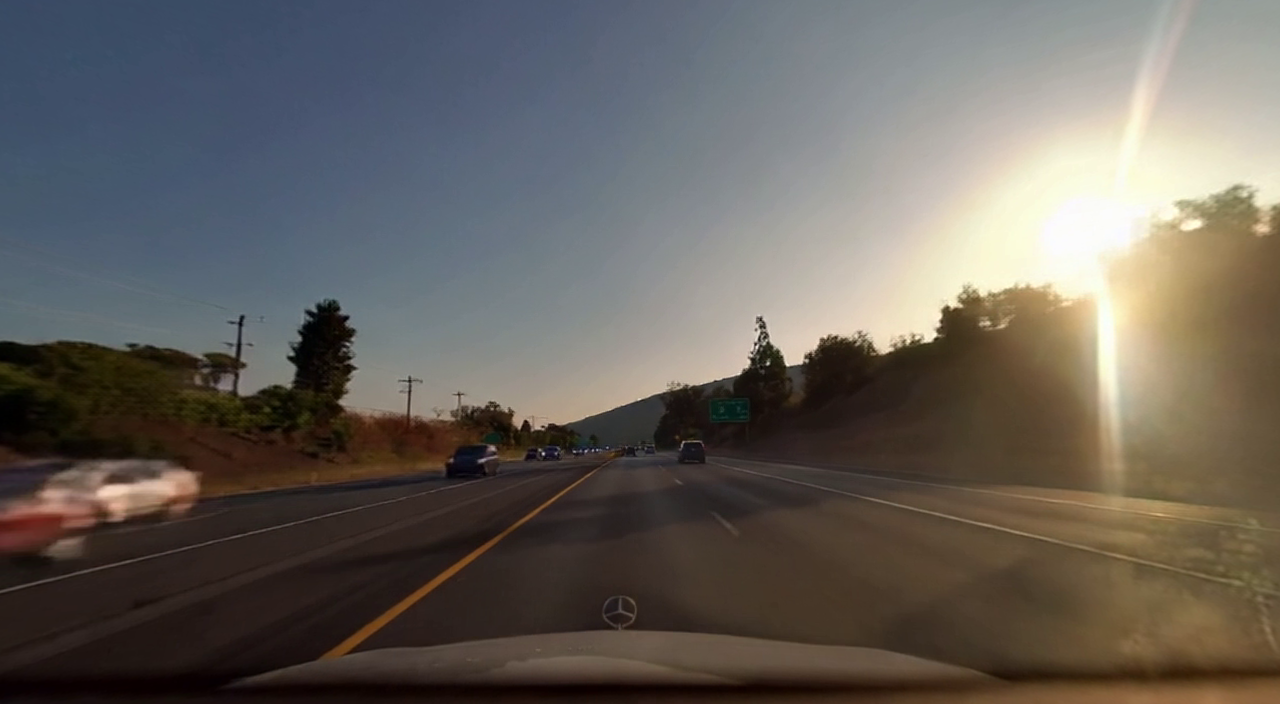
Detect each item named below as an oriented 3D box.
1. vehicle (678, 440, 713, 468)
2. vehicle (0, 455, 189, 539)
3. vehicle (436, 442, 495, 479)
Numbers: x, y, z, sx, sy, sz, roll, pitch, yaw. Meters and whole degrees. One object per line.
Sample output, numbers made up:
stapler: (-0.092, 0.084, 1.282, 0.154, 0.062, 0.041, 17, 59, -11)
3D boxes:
vehicle: (3.356, 6.194, 38.253, 1.972, 1.614, 4.025, -1, -9, 5)
vehicle: (-12.921, 3.210, 14.504, 1.920, 1.572, 4.264, 0, -9, -3)
vehicle: (-8.852, 5.531, 32.171, 2.032, 1.690, 4.489, 0, -9, -5)
